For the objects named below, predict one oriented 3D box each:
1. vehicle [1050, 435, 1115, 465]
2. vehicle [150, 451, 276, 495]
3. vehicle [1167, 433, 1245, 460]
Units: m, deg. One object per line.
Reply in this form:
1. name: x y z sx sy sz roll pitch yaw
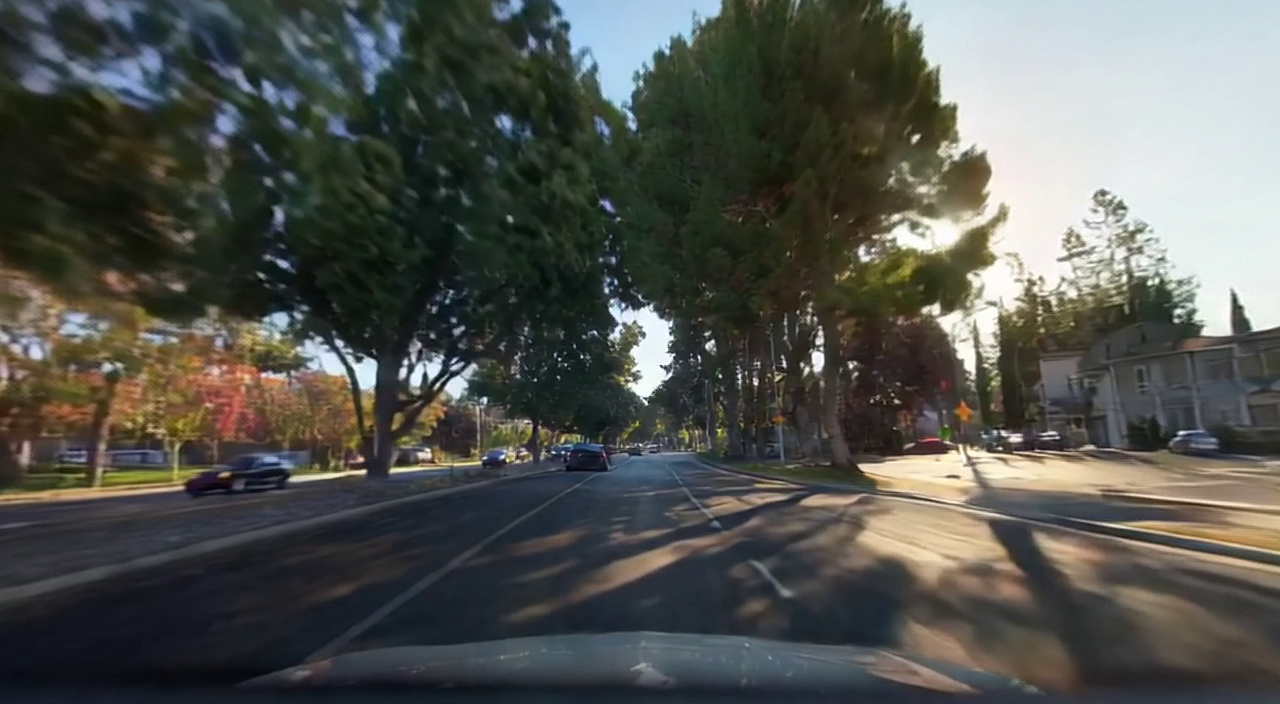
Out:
1. vehicle: 25.645 5.664 36.715 1.823 1.466 4.676 -7 -8 20
2. vehicle: -16.736 4.713 25.019 1.928 1.531 4.329 0 -8 0
3. vehicle: 32.250 5.422 36.064 1.868 1.434 4.425 -3 -9 22
